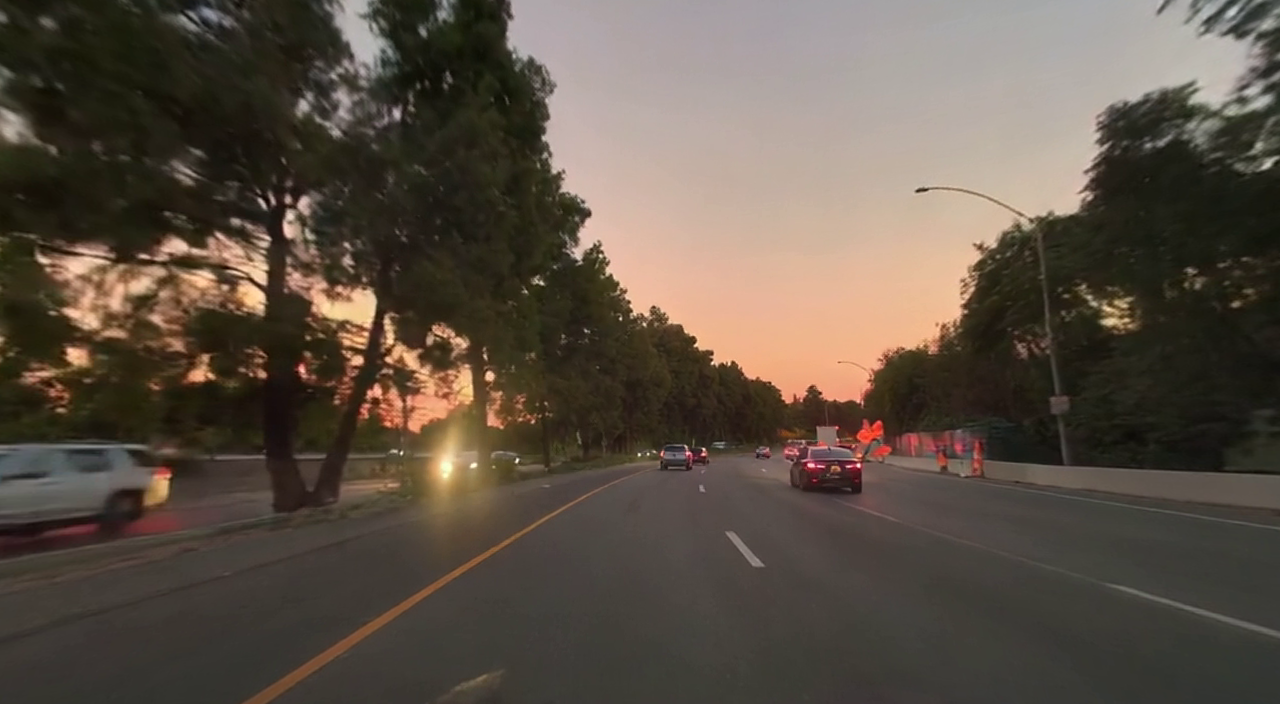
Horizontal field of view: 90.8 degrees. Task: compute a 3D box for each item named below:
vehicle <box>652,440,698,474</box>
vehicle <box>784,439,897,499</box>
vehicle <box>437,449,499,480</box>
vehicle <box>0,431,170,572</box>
[{"bbox_3d":[1.960,5.611,33.837,2.201,1.676,4.541,-1,-9,6],"label":"vehicle"},{"bbox_3d":[5.511,3.262,17.999,2.044,1.474,4.083,-1,-9,3],"label":"vehicle"},{"bbox_3d":[-10.126,6.636,37.491,2.032,1.657,4.271,-1,-9,7],"label":"vehicle"},{"bbox_3d":[-9.186,1.977,8.507,2.151,1.770,4.512,0,-9,1],"label":"vehicle"}]
